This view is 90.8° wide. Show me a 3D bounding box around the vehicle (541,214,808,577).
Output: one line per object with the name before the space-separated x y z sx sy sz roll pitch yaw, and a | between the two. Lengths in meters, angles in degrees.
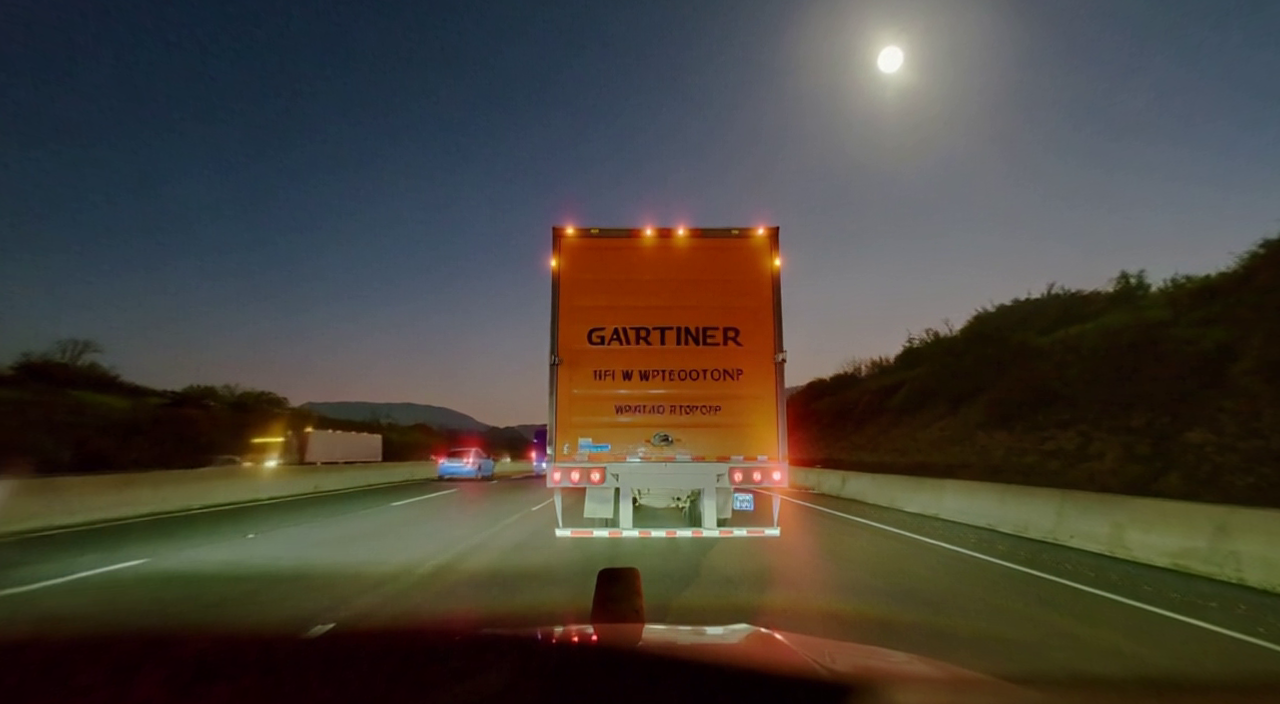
vehicle | 0.482 1.233 12.276 2.853 4.054 10.557 0 -9 1

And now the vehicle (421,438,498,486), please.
vehicle | -8.560 5.277 30.537 2.174 2.059 5.314 0 -9 0

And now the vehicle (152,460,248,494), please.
vehicle | -20.544 5.843 29.658 1.851 1.430 3.604 0 -9 0

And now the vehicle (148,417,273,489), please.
vehicle | -25.303 6.025 37.617 2.982 3.901 5.976 0 -9 0
